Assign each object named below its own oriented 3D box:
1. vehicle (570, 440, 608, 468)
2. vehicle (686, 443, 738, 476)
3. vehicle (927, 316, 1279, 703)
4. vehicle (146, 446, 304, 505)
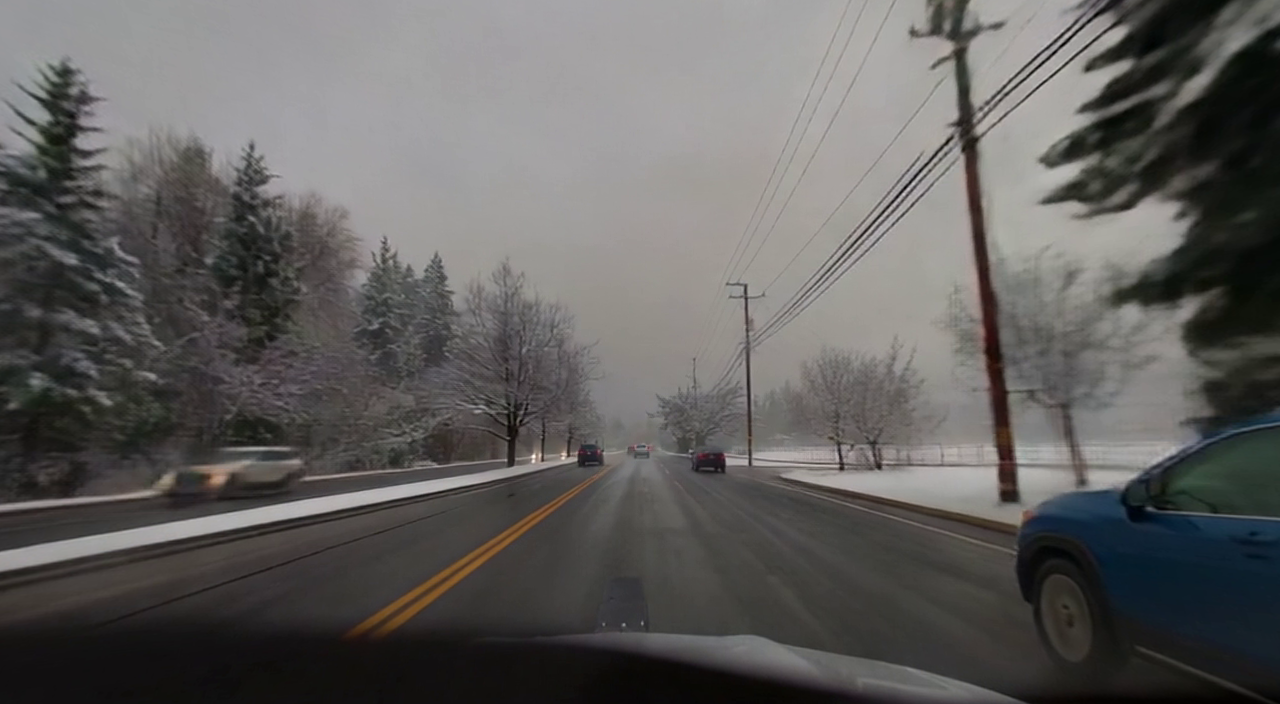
[{"bbox_3d":[-3.287,6.703,41.399,2.066,1.725,4.241,0,-9,1],"label":"vehicle"},{"bbox_3d":[3.403,5.165,30.491,1.906,1.468,4.422,0,-9,-1],"label":"vehicle"},{"bbox_3d":[3.351,0.828,2.686,2.182,1.744,4.464,0,-9,1],"label":"vehicle"},{"bbox_3d":[-14.049,4.164,21.801,2.168,1.782,4.746,0,-9,0],"label":"vehicle"}]
